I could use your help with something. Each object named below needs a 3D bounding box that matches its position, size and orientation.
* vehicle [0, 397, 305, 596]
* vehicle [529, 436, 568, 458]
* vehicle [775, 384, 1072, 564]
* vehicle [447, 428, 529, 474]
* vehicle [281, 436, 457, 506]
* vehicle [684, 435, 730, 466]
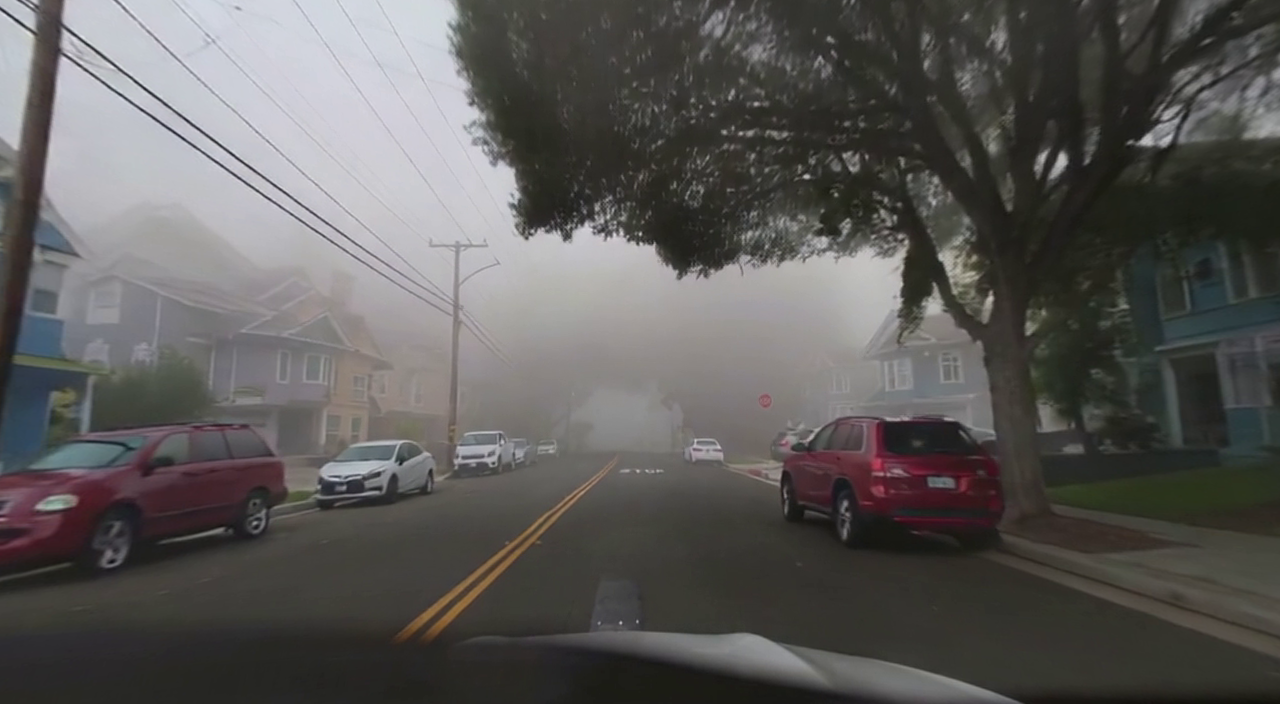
[{"bbox_3d":[-6.483,1.653,8.054,2.194,1.798,4.402,-2,-8,-3],"label":"vehicle"},{"bbox_3d":[-6.498,6.838,45.466,2.056,1.481,4.451,0,-8,1],"label":"vehicle"},{"bbox_3d":[3.512,1.612,8.983,2.114,1.909,4.266,1,-8,-2],"label":"vehicle"},{"bbox_3d":[-6.431,4.246,27.422,2.136,1.757,5.365,0,-8,1],"label":"vehicle"},{"bbox_3d":[-6.462,2.865,15.784,2.211,1.469,4.380,0,-8,4],"label":"vehicle"},{"bbox_3d":[3.553,5.354,34.573,1.963,1.536,5.446,0,-8,0],"label":"vehicle"}]
